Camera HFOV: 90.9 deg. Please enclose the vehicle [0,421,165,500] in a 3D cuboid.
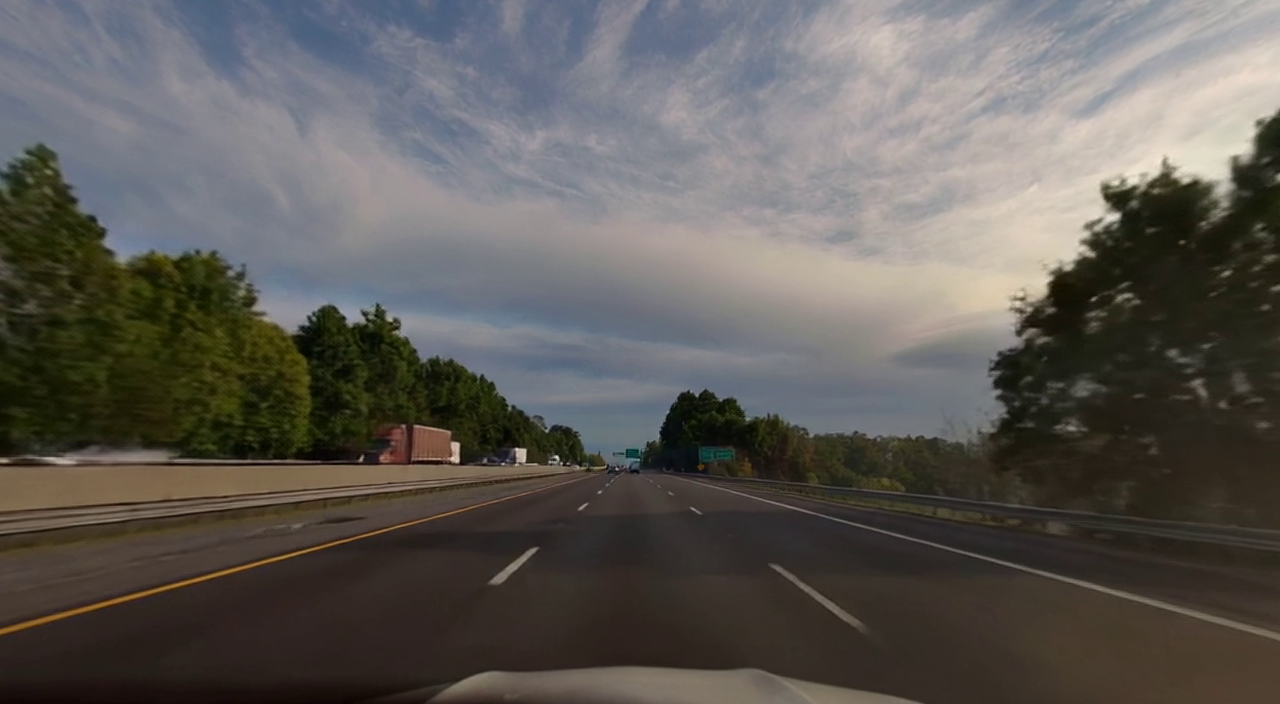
[{"bbox_3d":[-12.318,2.296,13.291,1.760,1.422,3.593,1,-10,-1],"label":"vehicle"}]
